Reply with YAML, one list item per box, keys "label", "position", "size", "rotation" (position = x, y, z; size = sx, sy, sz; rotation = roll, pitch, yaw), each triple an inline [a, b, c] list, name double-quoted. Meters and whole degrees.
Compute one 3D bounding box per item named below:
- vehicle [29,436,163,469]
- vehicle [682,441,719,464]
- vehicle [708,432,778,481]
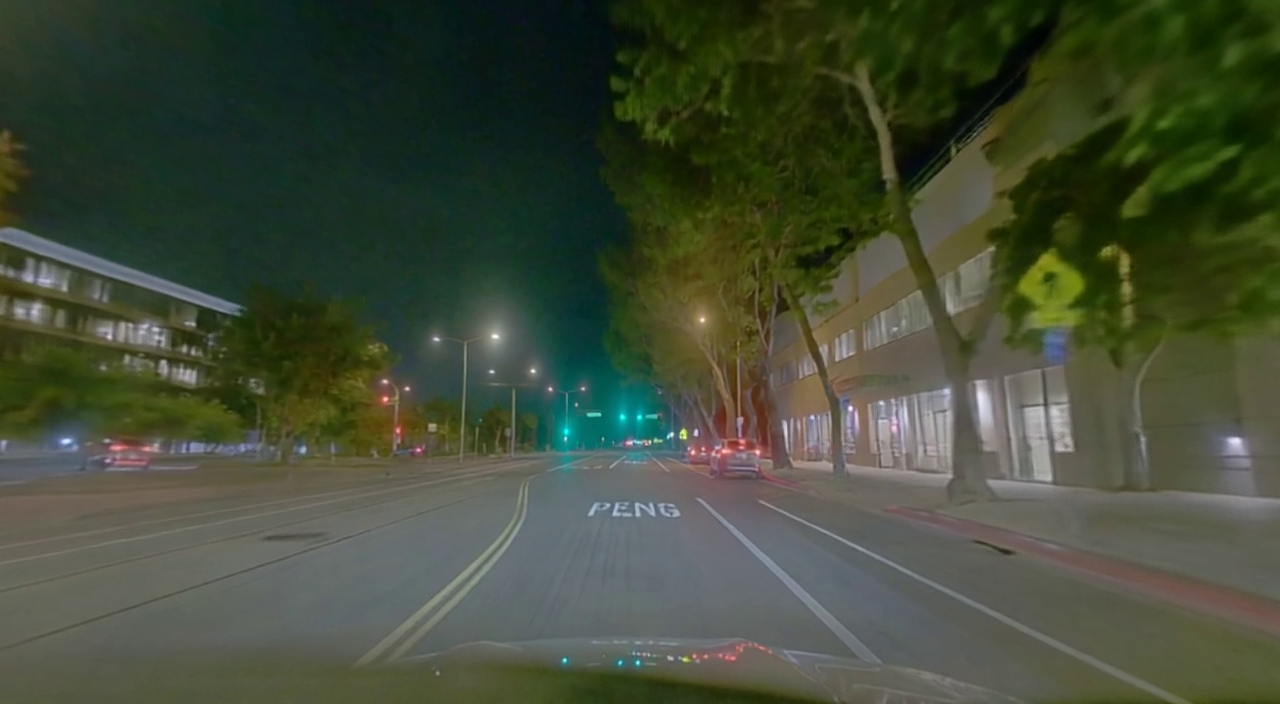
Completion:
- label: "vehicle"
  position: [-26.091, 4.845, 30.488]
  size: [4.402, 1.449, 1.880]
  rotation: [3, -6, -17]
- label: "vehicle"
  position: [4.055, 6.858, 43.102]
  size: [1.856, 1.462, 4.501]
  rotation: [1, -8, -3]
- label: "vehicle"
  position: [4.022, 4.181, 25.528]
  size: [1.957, 1.753, 4.413]
  rotation: [1, -8, -2]
